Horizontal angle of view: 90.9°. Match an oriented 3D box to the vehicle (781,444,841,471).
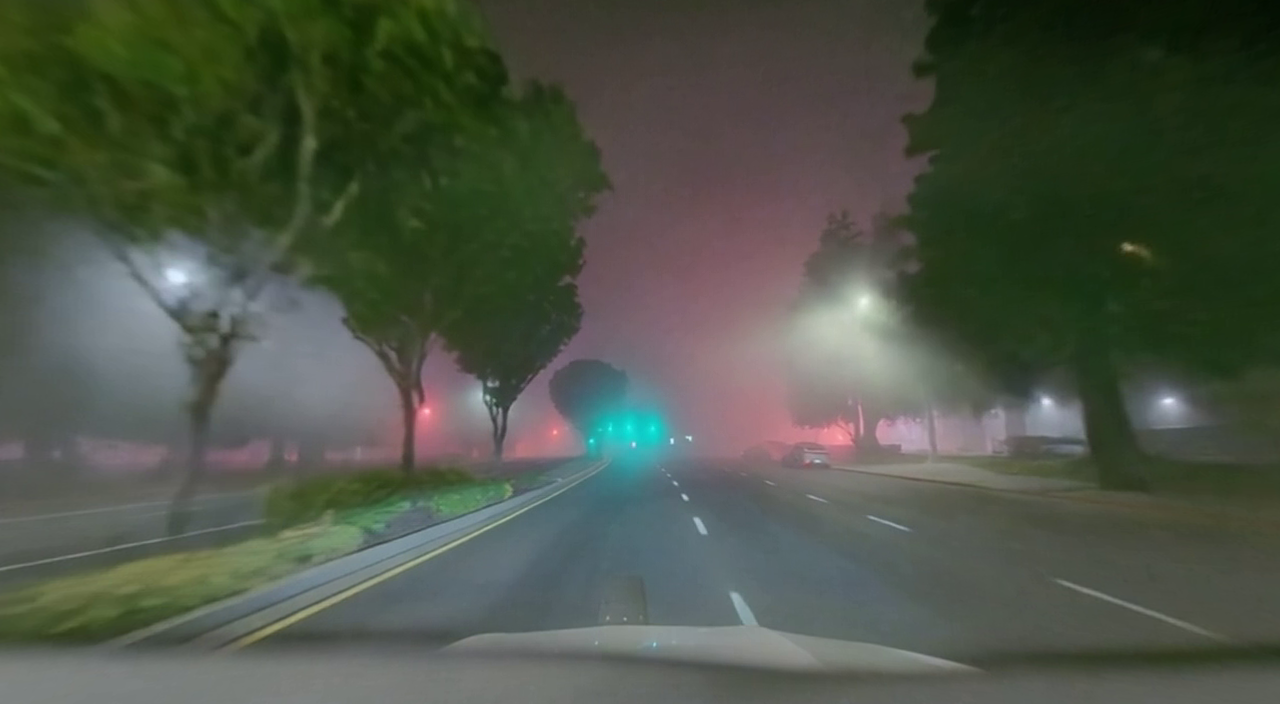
[{"bbox_3d":[10.543,6.523,39.303,2.109,1.533,5.664,0,-8,-1],"label":"vehicle"}]
